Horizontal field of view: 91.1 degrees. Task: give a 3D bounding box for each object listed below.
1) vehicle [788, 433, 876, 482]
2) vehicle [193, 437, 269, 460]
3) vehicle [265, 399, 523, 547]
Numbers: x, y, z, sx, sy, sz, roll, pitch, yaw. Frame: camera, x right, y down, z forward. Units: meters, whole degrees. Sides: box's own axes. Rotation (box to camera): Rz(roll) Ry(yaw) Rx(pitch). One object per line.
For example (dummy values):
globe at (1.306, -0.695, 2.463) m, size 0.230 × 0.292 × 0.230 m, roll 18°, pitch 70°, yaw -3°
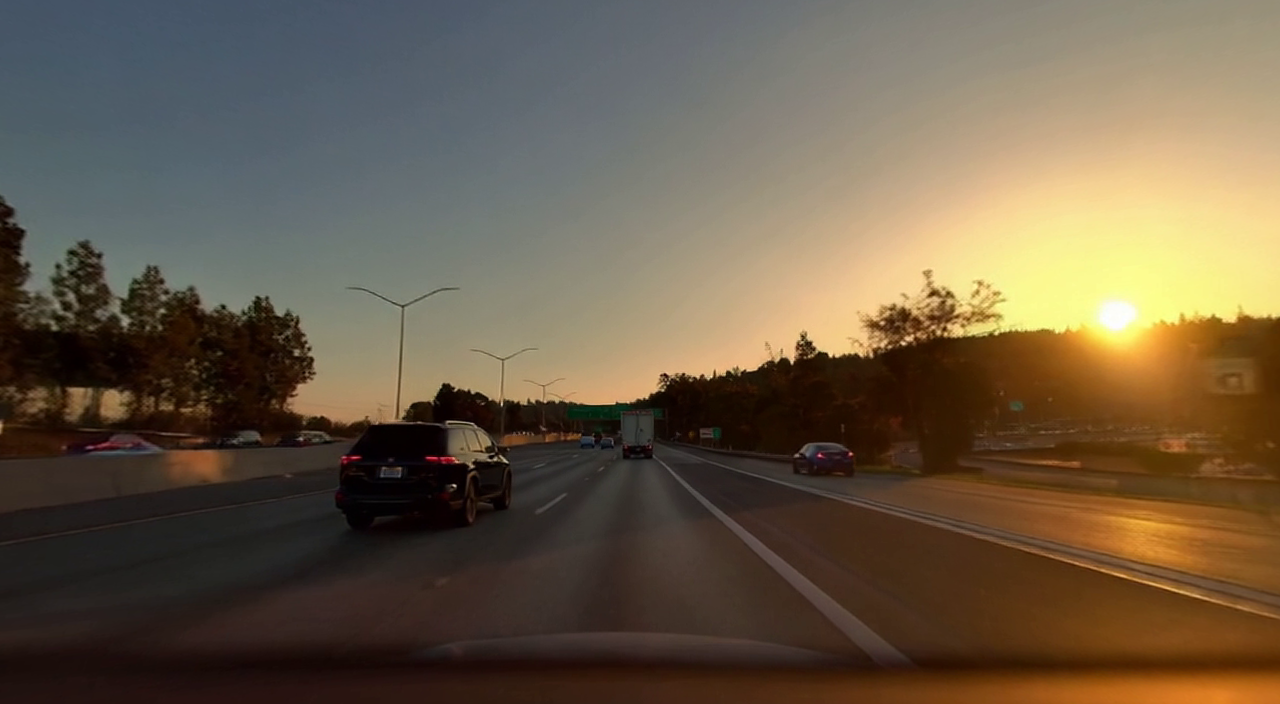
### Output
vehicle at (7.228, 4.023, 24.130) m, size 1.958 × 1.681 × 4.109 m, roll 0°, pitch -9°, yaw -2°
vehicle at (-29.074, 6.882, 44.855) m, size 2.159 × 1.556 × 4.729 m, roll 0°, pitch -9°, yaw 1°
vehicle at (-3.509, 1.872, 10.313) m, size 2.178 × 1.826 × 4.933 m, roll 0°, pitch -9°, yaw 1°
